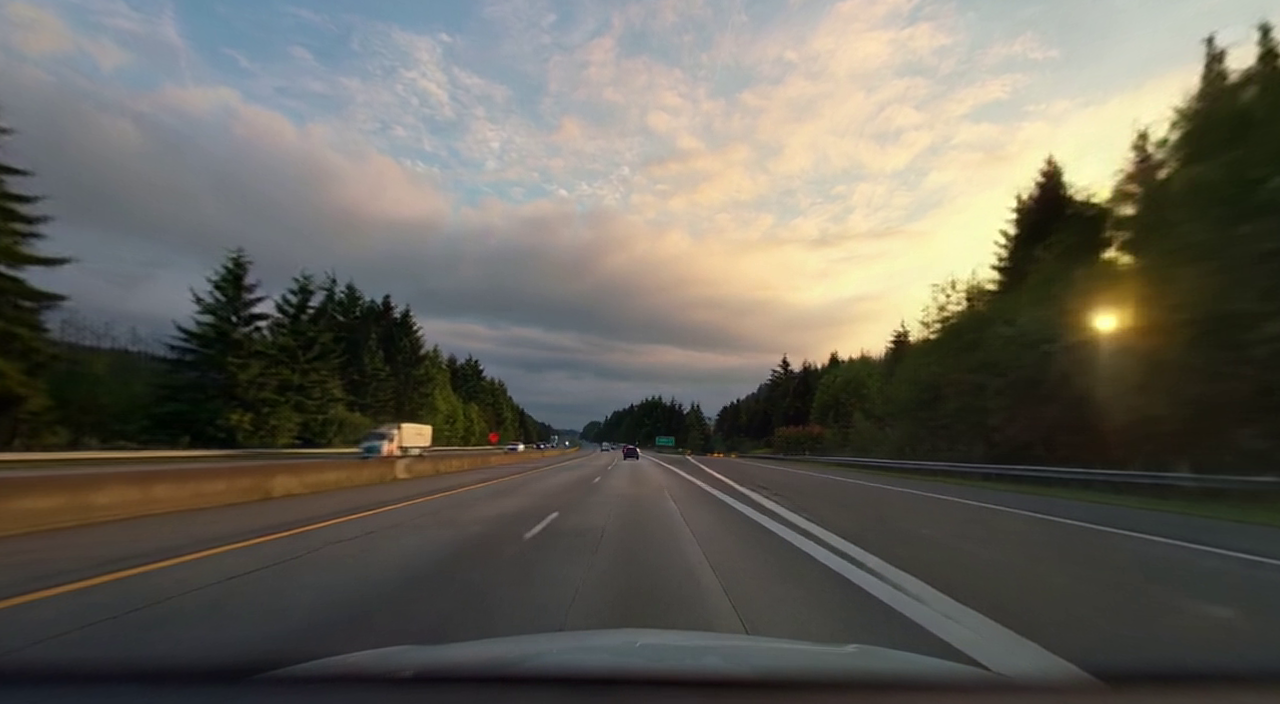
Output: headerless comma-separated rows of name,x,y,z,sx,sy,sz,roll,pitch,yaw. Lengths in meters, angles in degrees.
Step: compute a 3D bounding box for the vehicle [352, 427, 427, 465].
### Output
vehicle,-17.190,6.538,43.755,2.404,2.444,7.112,0,-9,-1
